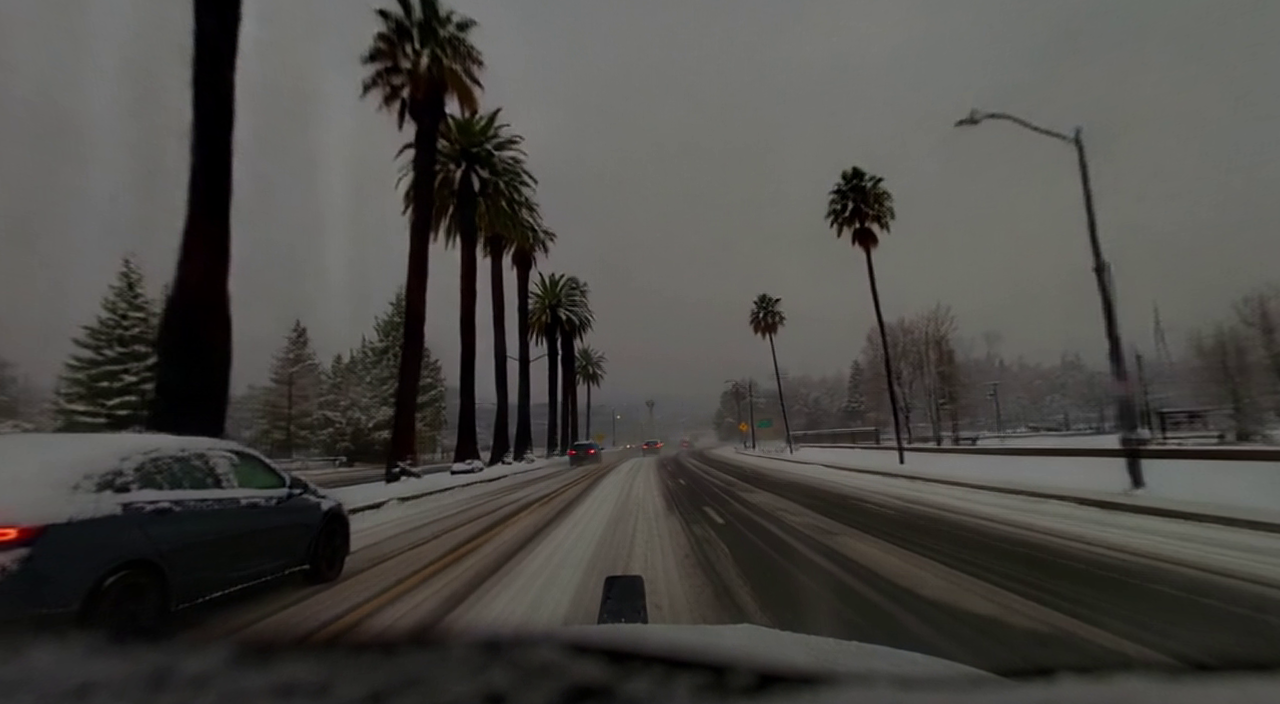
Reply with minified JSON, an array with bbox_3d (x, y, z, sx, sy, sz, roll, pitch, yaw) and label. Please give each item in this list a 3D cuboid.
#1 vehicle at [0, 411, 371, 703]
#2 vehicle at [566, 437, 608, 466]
[{"bbox_3d":[-3.802,1.190,3.986,2.036,1.478,4.771,0,-8,0],"label":"vehicle"},{"bbox_3d":[-3.462,6.640,42.080,2.188,1.819,4.667,-1,-8,3],"label":"vehicle"}]
